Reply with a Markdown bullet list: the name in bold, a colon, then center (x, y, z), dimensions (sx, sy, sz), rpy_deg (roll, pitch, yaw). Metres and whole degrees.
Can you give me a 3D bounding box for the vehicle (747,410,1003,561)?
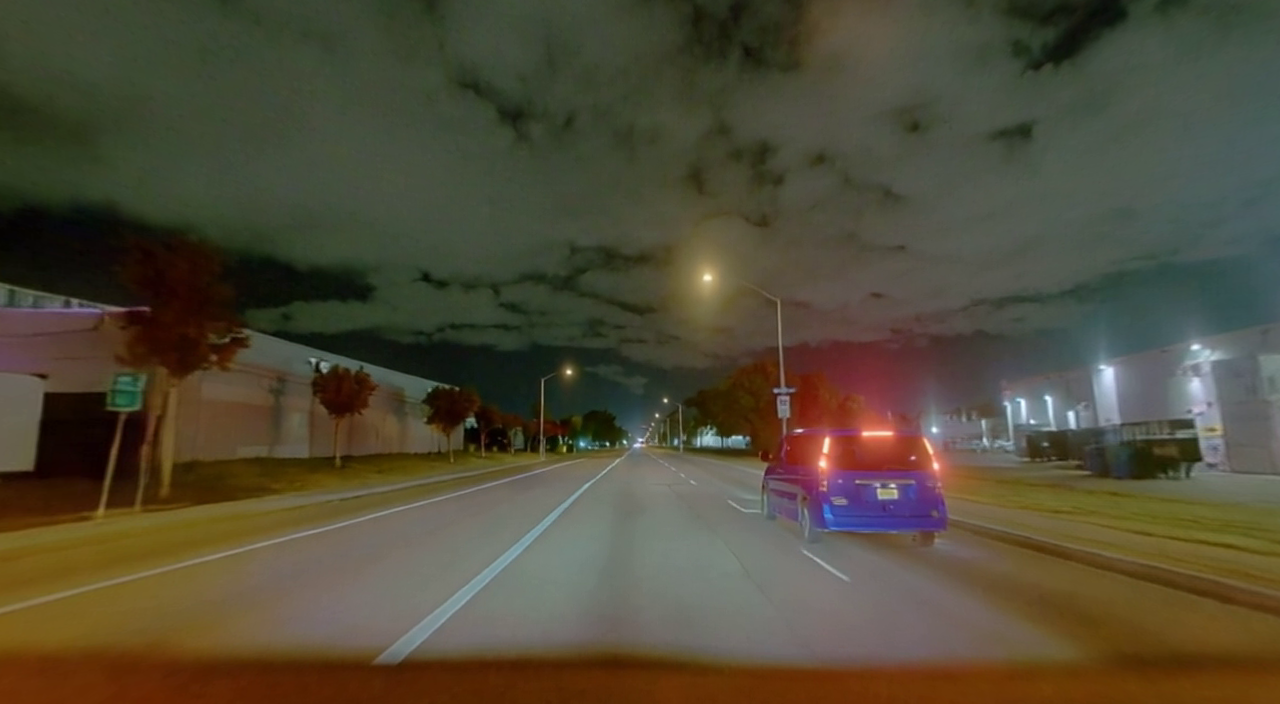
- **vehicle**: center (3.296, 1.987, 10.178), dimensions (2.202, 1.822, 4.826), rpy_deg (0, -8, -1)
